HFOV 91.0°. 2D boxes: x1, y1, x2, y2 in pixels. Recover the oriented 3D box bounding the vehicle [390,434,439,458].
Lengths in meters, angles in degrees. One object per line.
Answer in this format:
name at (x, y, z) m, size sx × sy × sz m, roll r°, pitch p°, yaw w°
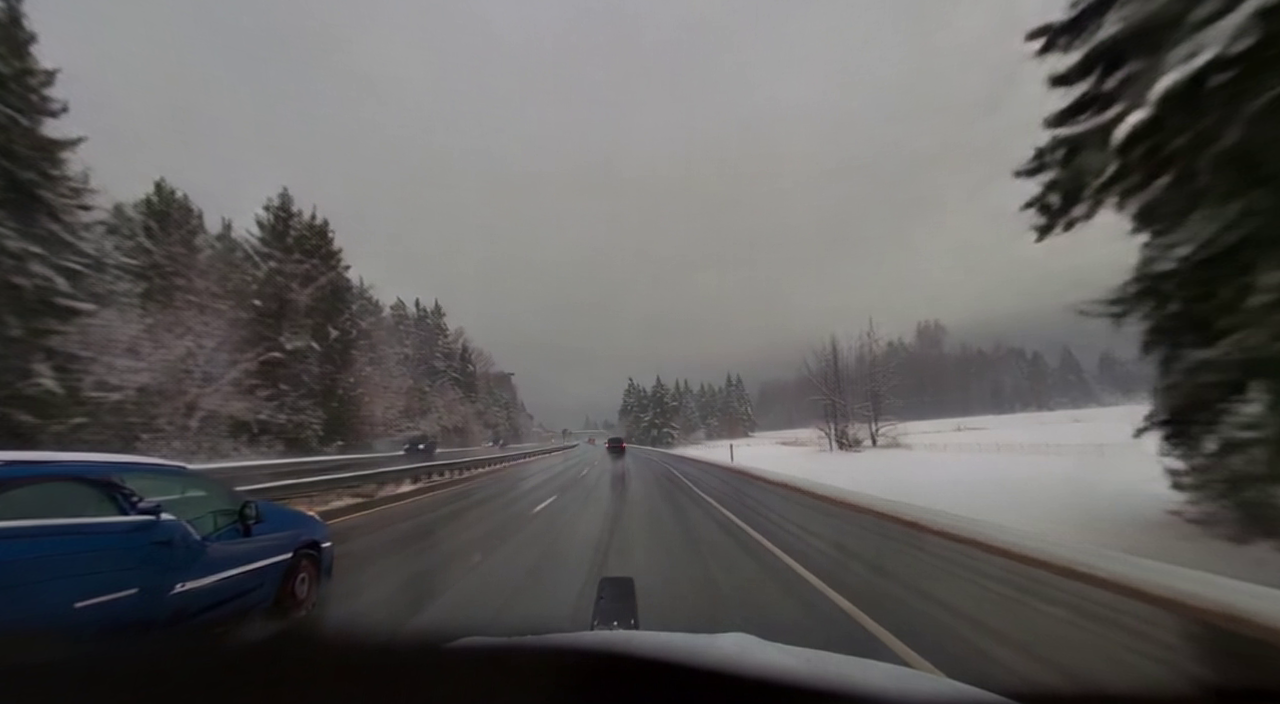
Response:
vehicle at (-16.016, 6.684, 44.864) m, size 1.989 × 1.617 × 4.293 m, roll -1°, pitch -8°, yaw -2°
